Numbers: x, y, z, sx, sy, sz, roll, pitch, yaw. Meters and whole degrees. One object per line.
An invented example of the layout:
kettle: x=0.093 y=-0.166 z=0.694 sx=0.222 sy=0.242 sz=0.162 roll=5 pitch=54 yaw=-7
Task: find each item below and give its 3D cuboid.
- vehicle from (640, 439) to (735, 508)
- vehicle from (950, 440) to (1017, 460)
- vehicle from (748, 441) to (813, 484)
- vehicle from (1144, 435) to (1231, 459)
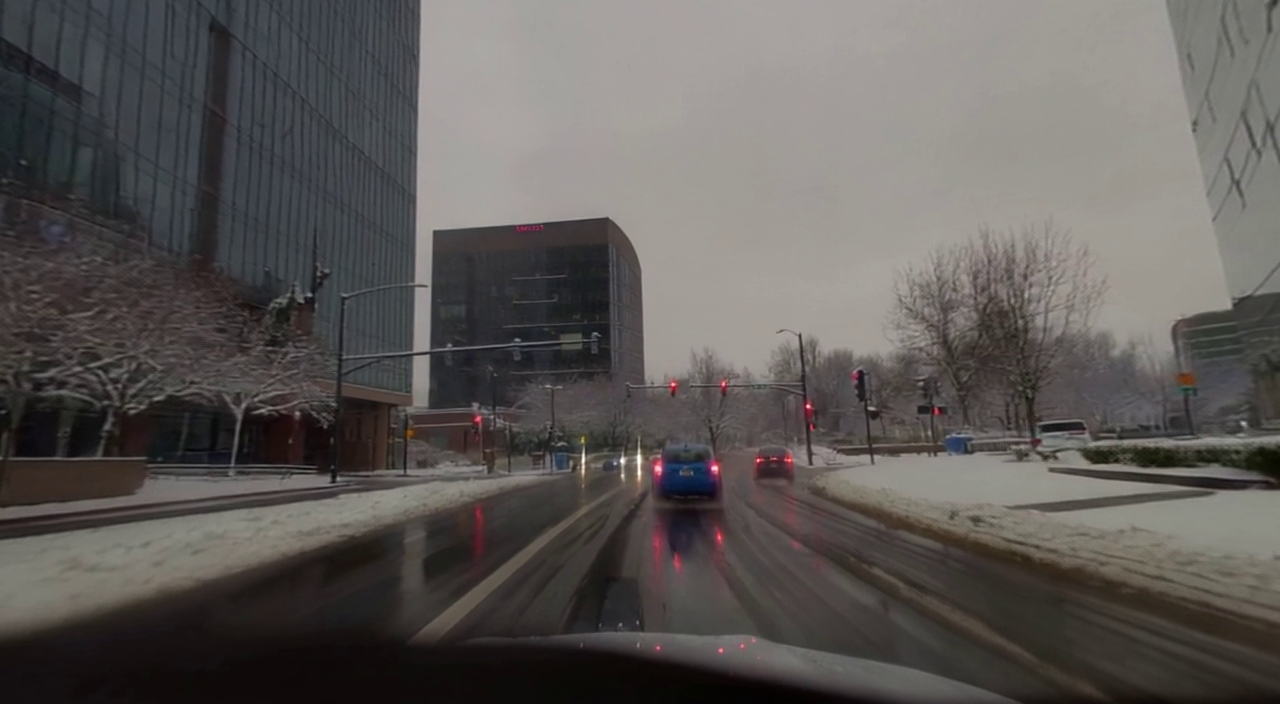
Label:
vehicle: x=1.176 y=3.043 z=16.134 sx=2.127 sy=1.497 sz=4.020 roll=-1 pitch=-9 yaw=3
vehicle: x=26.941 y=7.713 z=49.542 sx=4.154 sy=1.475 sz=1.862 roll=-2 pitch=-9 yaw=10
vehicle: x=5.342 y=4.265 z=24.479 sx=1.916 sy=1.492 sz=3.911 roll=-1 pitch=-9 yaw=5
vehicle: x=39.418 y=6.876 z=45.434 sx=4.274 sy=1.503 sz=1.755 roll=-4 pitch=-11 yaw=9
